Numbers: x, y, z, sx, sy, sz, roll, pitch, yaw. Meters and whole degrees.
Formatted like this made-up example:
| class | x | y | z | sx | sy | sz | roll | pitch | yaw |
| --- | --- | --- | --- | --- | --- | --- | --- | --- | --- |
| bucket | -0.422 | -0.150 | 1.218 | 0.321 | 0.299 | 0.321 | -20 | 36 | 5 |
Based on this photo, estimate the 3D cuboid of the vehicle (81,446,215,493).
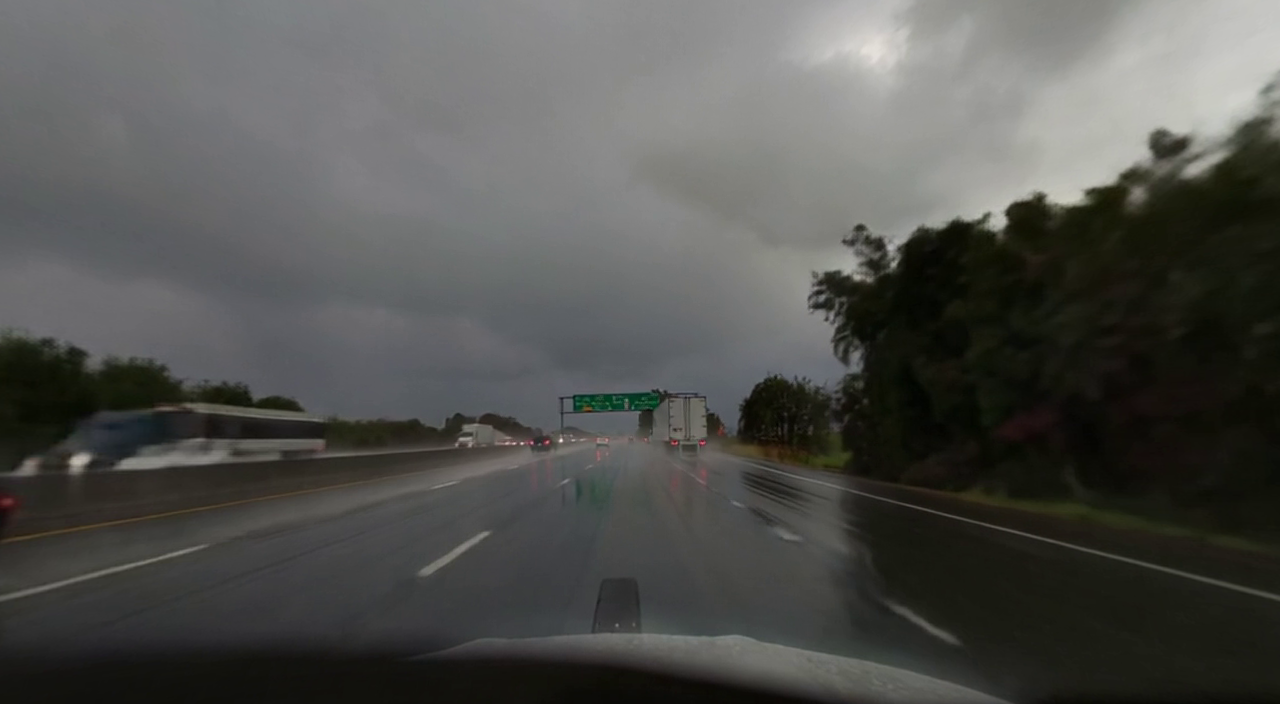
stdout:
| class | x | y | z | sx | sy | sz | roll | pitch | yaw |
| --- | --- | --- | --- | --- | --- | --- | --- | --- | --- |
| vehicle | -18.404 | 4.382 | 23.834 | 1.904 | 1.528 | 3.893 | 0 | -8 | -1 |

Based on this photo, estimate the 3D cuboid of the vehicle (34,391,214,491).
| class | x | y | z | sx | sy | sz | roll | pitch | yaw |
| --- | --- | --- | --- | --- | --- | --- | --- | --- | --- |
| vehicle | -23.175 | 4.032 | 28.852 | 3.013 | 4.037 | 6.006 | 0 | -8 | -1 |

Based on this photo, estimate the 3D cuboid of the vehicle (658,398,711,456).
| class | x | y | z | sx | sy | sz | roll | pitch | yaw |
| --- | --- | --- | --- | --- | --- | --- | --- | --- | --- |
| vehicle | 3.059 | 5.633 | 46.906 | 2.760 | 3.710 | 12.230 | 0 | -7 | -1 |
